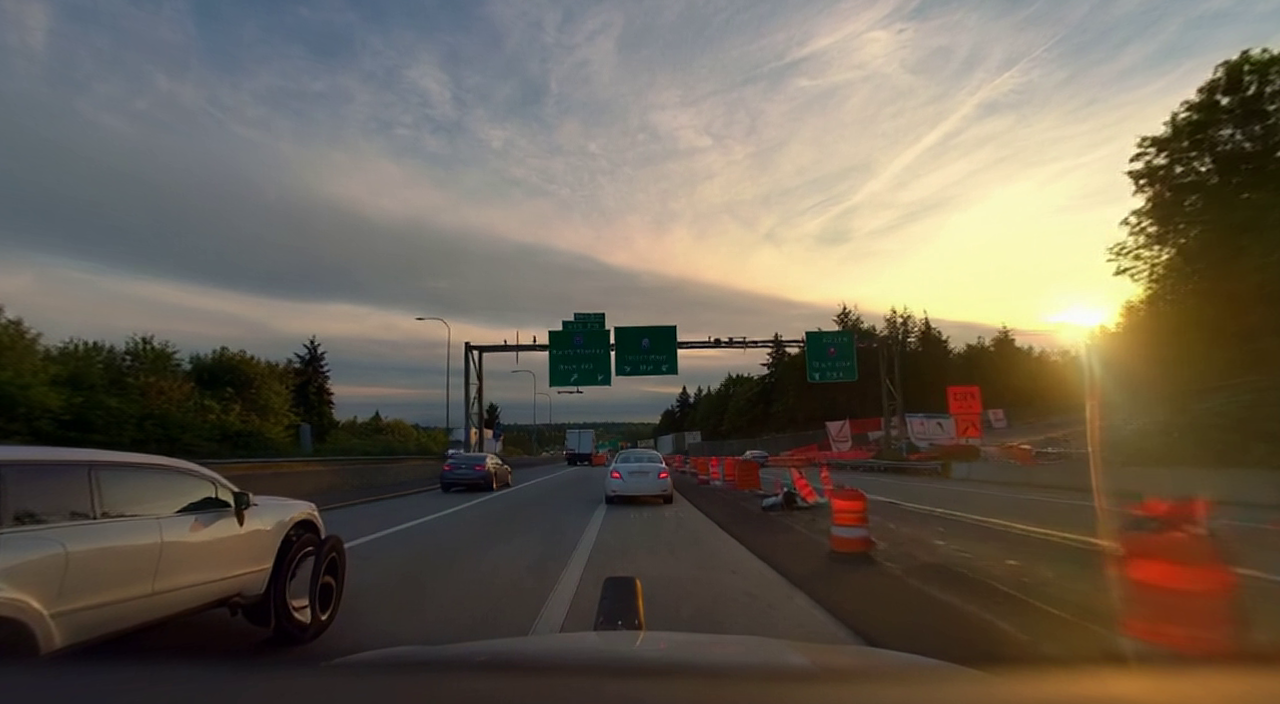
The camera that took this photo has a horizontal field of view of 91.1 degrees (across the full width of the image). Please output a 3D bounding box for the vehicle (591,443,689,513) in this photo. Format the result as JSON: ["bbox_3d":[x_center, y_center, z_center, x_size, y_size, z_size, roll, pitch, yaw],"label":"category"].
[{"bbox_3d":[-0.029,2.954,15.085,2.080,1.451,3.512,0,-9,-1],"label":"vehicle"}]

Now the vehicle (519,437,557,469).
[{"bbox_3d":[-7.650,7.620,47.485,2.204,2.295,4.830,0,-9,-2],"label":"vehicle"}]

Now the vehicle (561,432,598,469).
[{"bbox_3d":[-4.583,7.584,48.484,2.326,2.645,6.249,0,-9,0],"label":"vehicle"}]

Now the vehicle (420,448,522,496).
[{"bbox_3d":[-5.473,3.940,20.927,2.063,1.417,4.000,-1,-9,4],"label":"vehicle"}]

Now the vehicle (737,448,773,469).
[{"bbox_3d":[8.448,7.884,46.467,1.871,1.460,3.754,0,-9,-2],"label":"vehicle"}]
